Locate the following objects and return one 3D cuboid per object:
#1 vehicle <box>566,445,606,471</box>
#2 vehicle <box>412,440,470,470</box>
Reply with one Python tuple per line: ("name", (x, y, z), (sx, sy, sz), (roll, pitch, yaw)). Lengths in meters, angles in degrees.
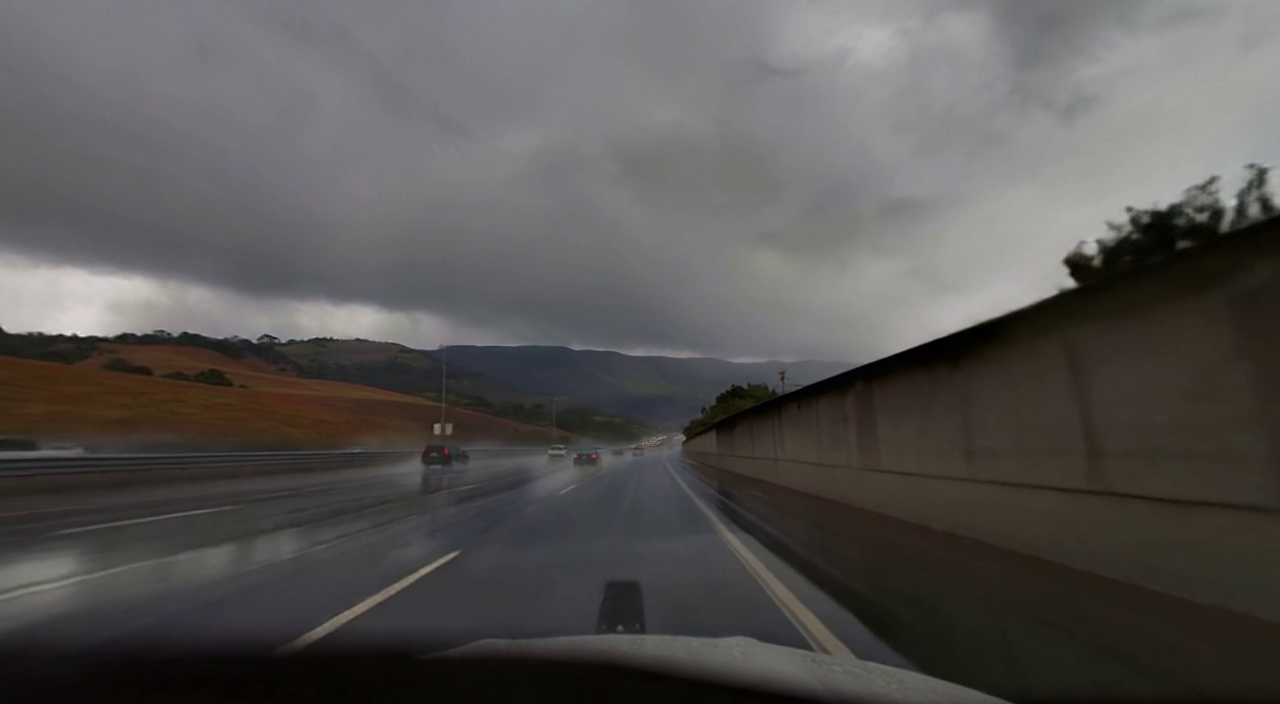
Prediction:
("vehicle", (-3.270, 6.525, 38.955), (1.931, 1.492, 4.076), (-1, -8, 2))
("vehicle", (-12.780, 6.637, 40.859), (2.076, 1.766, 4.831), (0, -8, 2))
